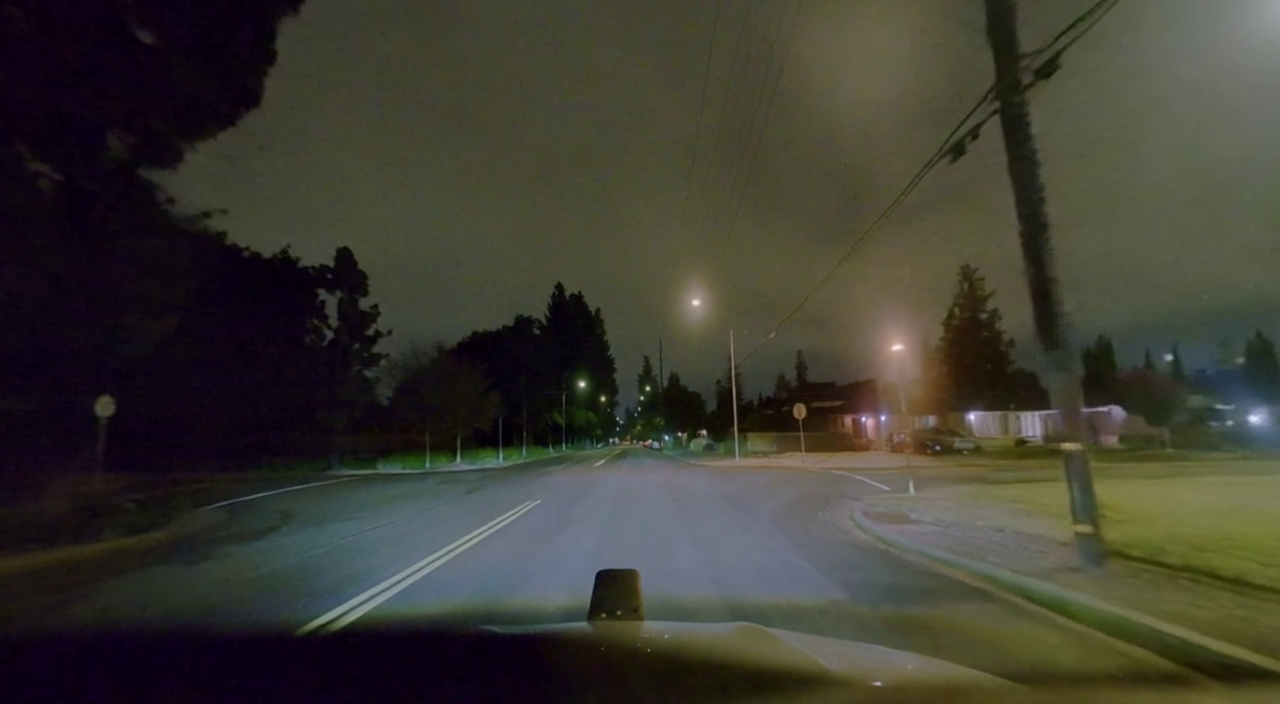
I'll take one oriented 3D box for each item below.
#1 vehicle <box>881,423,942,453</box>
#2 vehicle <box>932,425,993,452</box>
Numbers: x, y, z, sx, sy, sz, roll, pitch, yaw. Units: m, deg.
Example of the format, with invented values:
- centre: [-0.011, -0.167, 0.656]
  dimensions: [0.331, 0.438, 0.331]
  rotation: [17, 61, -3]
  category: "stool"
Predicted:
- centre: [16.171, 5.199, 37.773]
  dimensions: [1.829, 1.667, 4.437]
  rotation: [0, -9, 2]
  category: "vehicle"
- centre: [18.939, 5.131, 37.158]
  dimensions: [1.803, 1.504, 4.324]
  rotation: [-1, -9, 8]
  category: "vehicle"
